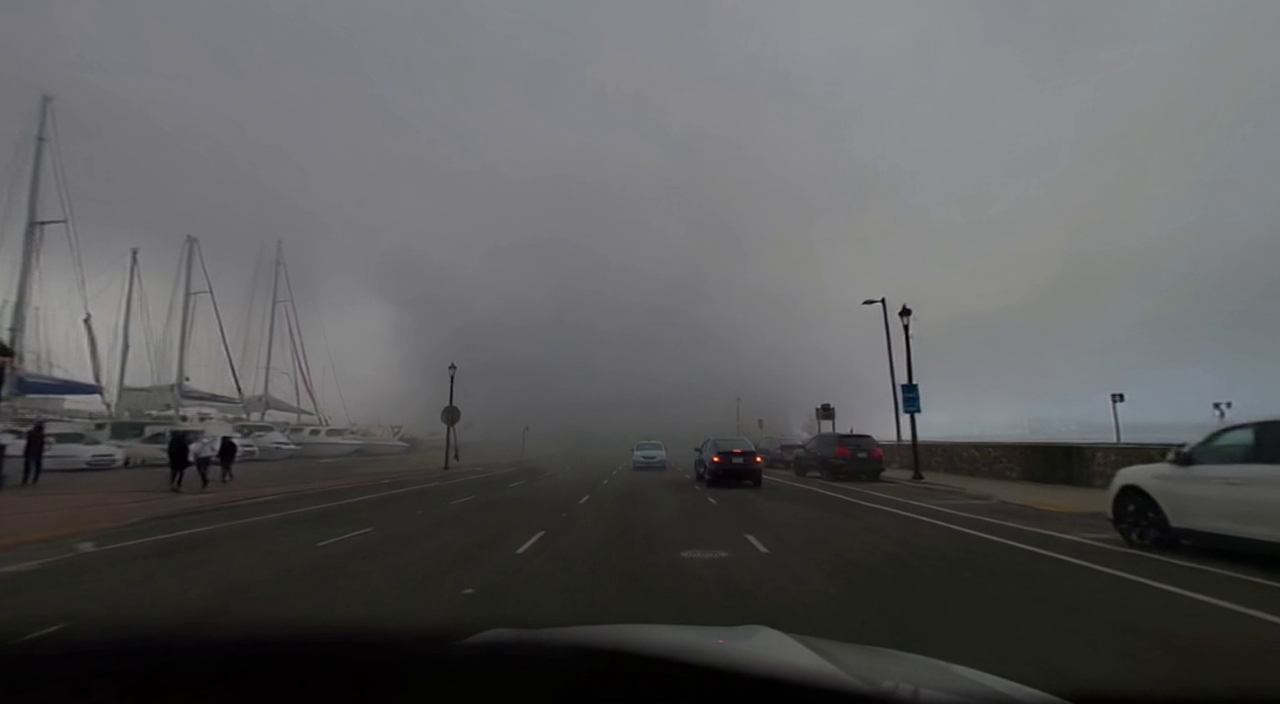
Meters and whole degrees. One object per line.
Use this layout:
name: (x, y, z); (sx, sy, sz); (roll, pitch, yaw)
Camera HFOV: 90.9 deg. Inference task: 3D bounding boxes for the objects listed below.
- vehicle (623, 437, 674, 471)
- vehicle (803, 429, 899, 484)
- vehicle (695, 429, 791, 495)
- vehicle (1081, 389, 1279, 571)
vehicle: (0.425, 4.855, 30.161); (2.284, 1.496, 3.949); (-1, -8, 1)
vehicle: (7.828, 3.899, 23.867); (1.969, 1.852, 4.513); (0, -8, -1)
vehicle: (2.778, 3.063, 17.932); (2.047, 1.640, 4.051); (-1, -8, 0)
vehicle: (7.757, 1.385, 6.962); (2.056, 1.896, 5.062); (0, -8, 0)
